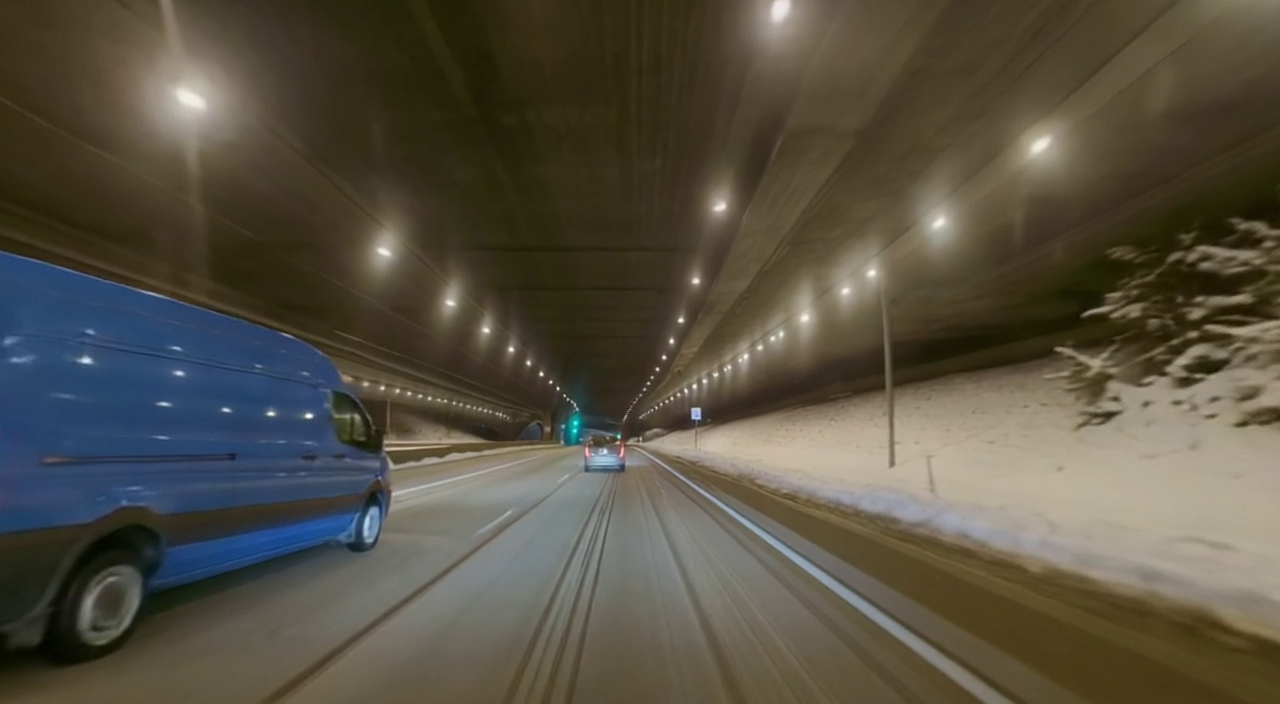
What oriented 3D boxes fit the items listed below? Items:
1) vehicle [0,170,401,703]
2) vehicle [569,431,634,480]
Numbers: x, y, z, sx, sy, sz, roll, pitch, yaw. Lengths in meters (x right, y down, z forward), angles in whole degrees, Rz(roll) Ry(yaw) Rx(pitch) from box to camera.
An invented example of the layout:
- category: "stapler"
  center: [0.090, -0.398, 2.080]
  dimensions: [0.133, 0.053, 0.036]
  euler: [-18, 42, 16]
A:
- category: "vehicle"
  center: [-4.155, 0.678, 4.987]
  dimensions: [2.404, 2.459, 5.229]
  euler: [0, -8, 0]
- category: "vehicle"
  center: [-1.296, 3.654, 22.522]
  dimensions: [2.095, 1.553, 4.069]
  euler: [0, -8, -1]
